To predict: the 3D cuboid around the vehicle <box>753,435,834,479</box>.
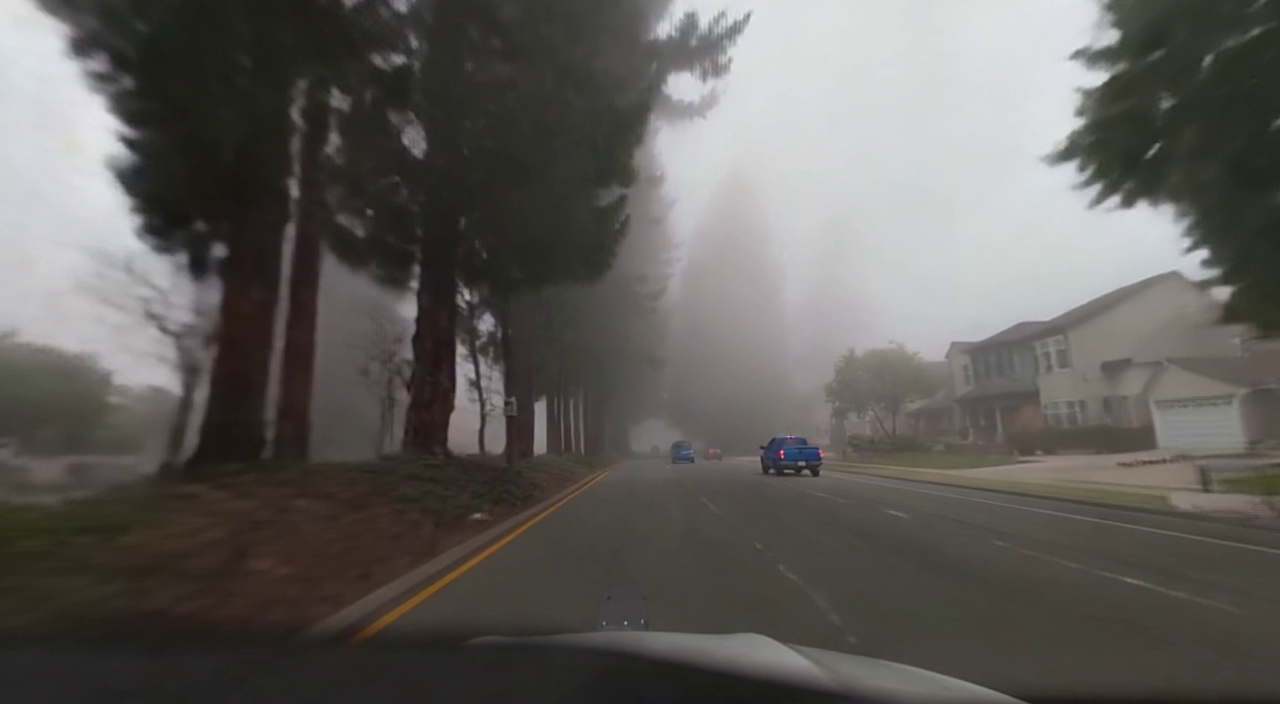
[{"bbox_3d":[6.832,4.762,28.791,2.262,1.769,5.666,0,-9,0],"label":"vehicle"}]
